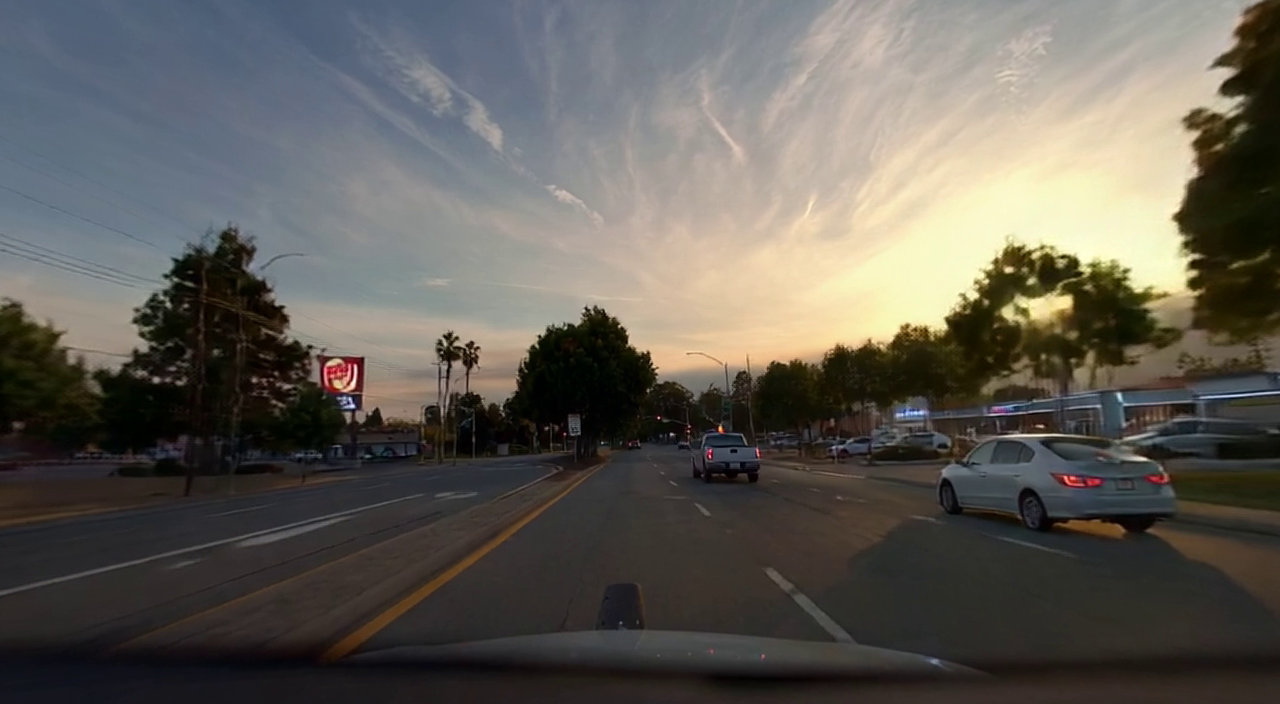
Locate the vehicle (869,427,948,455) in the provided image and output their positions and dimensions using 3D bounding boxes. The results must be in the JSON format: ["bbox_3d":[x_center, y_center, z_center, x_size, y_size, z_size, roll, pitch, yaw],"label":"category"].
[{"bbox_3d":[17.597,5.869,41.540,4.262,1.714,2.084,-1,-8,6],"label":"vehicle"}]

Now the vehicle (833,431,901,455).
[{"bbox_3d":[17.393,6.988,48.477,4.345,1.707,2.046,0,-8,-3],"label":"vehicle"}]

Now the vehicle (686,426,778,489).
[{"bbox_3d":[2.808,3.384,20.607,2.214,1.749,4.998,0,-8,0],"label":"vehicle"}]

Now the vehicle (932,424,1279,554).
[{"bbox_3d":[6.504,1.911,9.586,1.986,1.480,4.296,0,-8,-1],"label":"vehicle"}]
